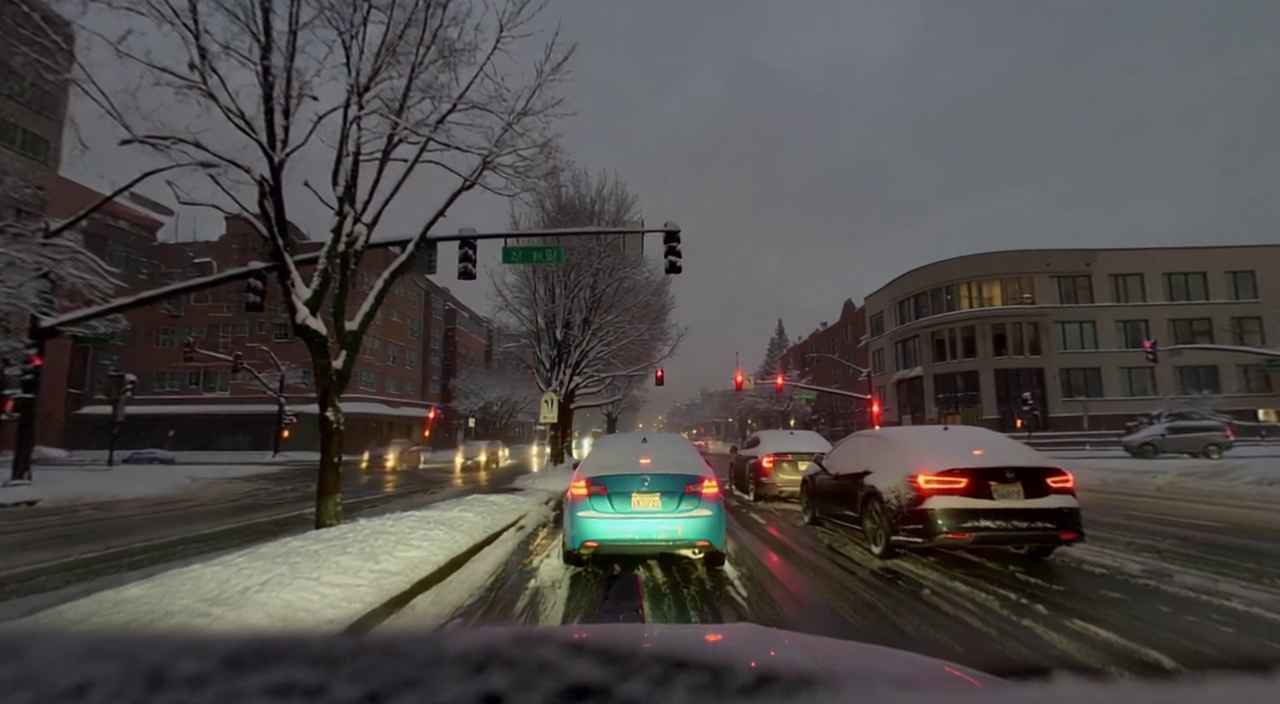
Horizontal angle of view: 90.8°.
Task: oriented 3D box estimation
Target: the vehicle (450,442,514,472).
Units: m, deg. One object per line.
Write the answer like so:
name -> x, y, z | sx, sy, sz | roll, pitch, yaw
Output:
vehicle -> -8.249, 5.524, 33.393 | 2.090, 1.475, 4.616 | 0, -9, 1

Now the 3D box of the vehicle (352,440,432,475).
vehicle -> -12.640, 5.418, 32.552 | 2.166, 1.659, 4.654 | 0, -9, 1

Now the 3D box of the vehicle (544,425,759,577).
vehicle -> 0.089, 1.759, 8.216 | 2.087, 1.468, 4.014 | 0, -9, -1

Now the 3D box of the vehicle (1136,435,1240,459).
vehicle -> 34.637, 6.044, 40.040 | 4.616, 1.476, 2.165 | 0, -9, -2

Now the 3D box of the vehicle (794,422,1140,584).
vehicle -> 3.612, 1.757, 8.217 | 2.018, 1.491, 4.544 | 0, -9, -1

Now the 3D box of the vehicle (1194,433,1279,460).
vehicle -> 35.211, 5.486, 36.648 | 4.190, 1.535, 1.998 | 0, -9, -1

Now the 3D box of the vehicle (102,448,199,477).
vehicle -> -26.677, 6.030, 34.521 | 3.657, 1.528, 1.783 | 1, -9, -3
